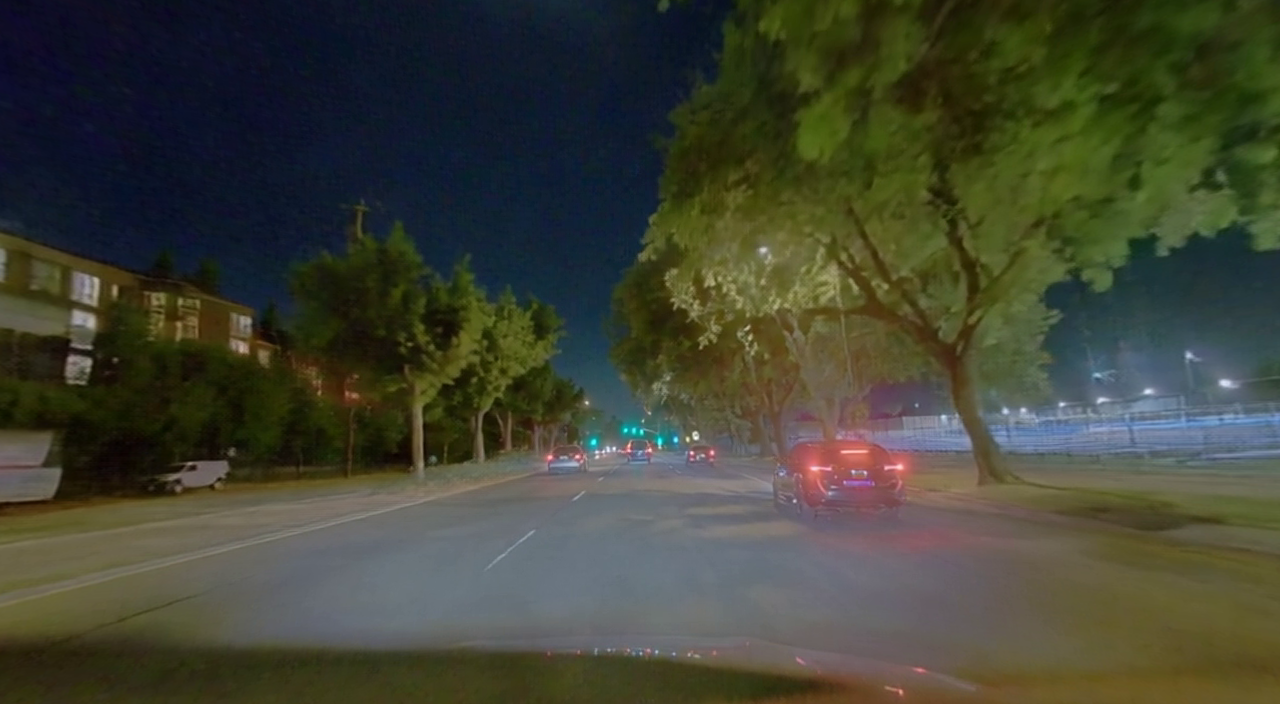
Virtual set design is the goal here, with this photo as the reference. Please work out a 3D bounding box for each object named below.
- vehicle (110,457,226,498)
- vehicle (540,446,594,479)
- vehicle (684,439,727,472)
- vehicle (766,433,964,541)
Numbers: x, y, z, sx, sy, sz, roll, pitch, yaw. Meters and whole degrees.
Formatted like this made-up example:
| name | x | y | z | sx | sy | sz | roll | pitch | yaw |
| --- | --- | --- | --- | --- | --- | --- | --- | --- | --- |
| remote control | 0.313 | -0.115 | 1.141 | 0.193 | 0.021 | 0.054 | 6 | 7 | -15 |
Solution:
| name | x | y | z | sx | sy | sz | roll | pitch | yaw |
| --- | --- | --- | --- | --- | --- | --- | --- | --- | --- |
| vehicle | -22.565 | 5.961 | 30.399 | 1.976 | 1.697 | 4.738 | 0 | -8 | -1 |
| vehicle | -3.285 | 5.038 | 29.038 | 2.013 | 1.354 | 3.908 | 0 | -8 | 0 |
| vehicle | 3.645 | 5.862 | 35.859 | 1.980 | 1.709 | 4.367 | 0 | -8 | 0 |
| vehicle | 3.623 | 2.234 | 11.119 | 1.919 | 1.502 | 4.232 | 0 | -8 | 0 |
